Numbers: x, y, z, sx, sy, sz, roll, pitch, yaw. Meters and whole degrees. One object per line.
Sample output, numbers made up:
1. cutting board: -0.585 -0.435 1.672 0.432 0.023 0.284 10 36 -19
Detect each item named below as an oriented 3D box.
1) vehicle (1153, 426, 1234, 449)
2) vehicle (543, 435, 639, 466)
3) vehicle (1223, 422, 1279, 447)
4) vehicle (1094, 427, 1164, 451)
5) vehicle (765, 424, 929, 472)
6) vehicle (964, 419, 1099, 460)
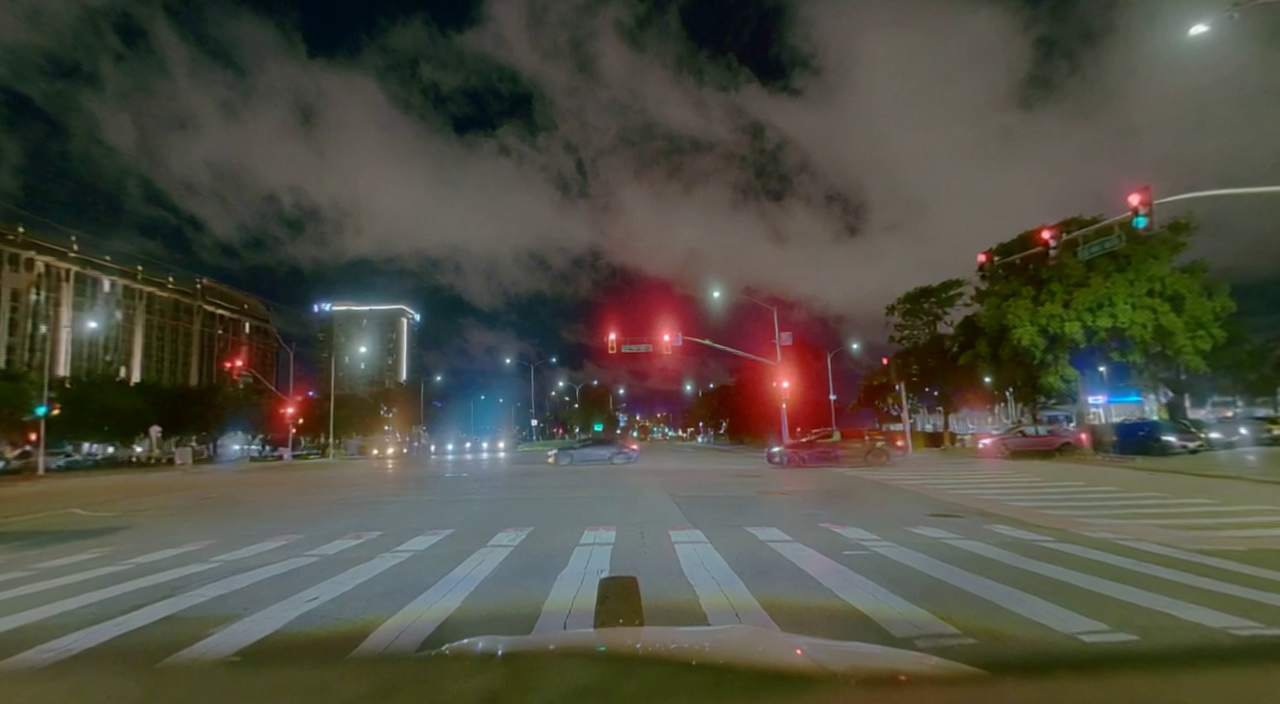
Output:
1. vehicle: 36.552 5.684 41.869 1.726 1.429 4.163 -1 -8 2
2. vehicle: -2.132 4.410 28.220 4.046 1.306 1.719 -1 -8 4
3. vehicle: 42.251 5.494 41.975 2.037 1.614 5.175 0 -8 0
4. vehicle: 33.188 5.931 43.051 2.090 1.494 4.321 -2 -9 13
5. vehicle: 6.934 3.259 21.498 4.916 1.504 1.846 0 -8 -4
6. vehicle: 17.177 3.866 27.936 4.571 1.698 1.977 -1 -8 6
